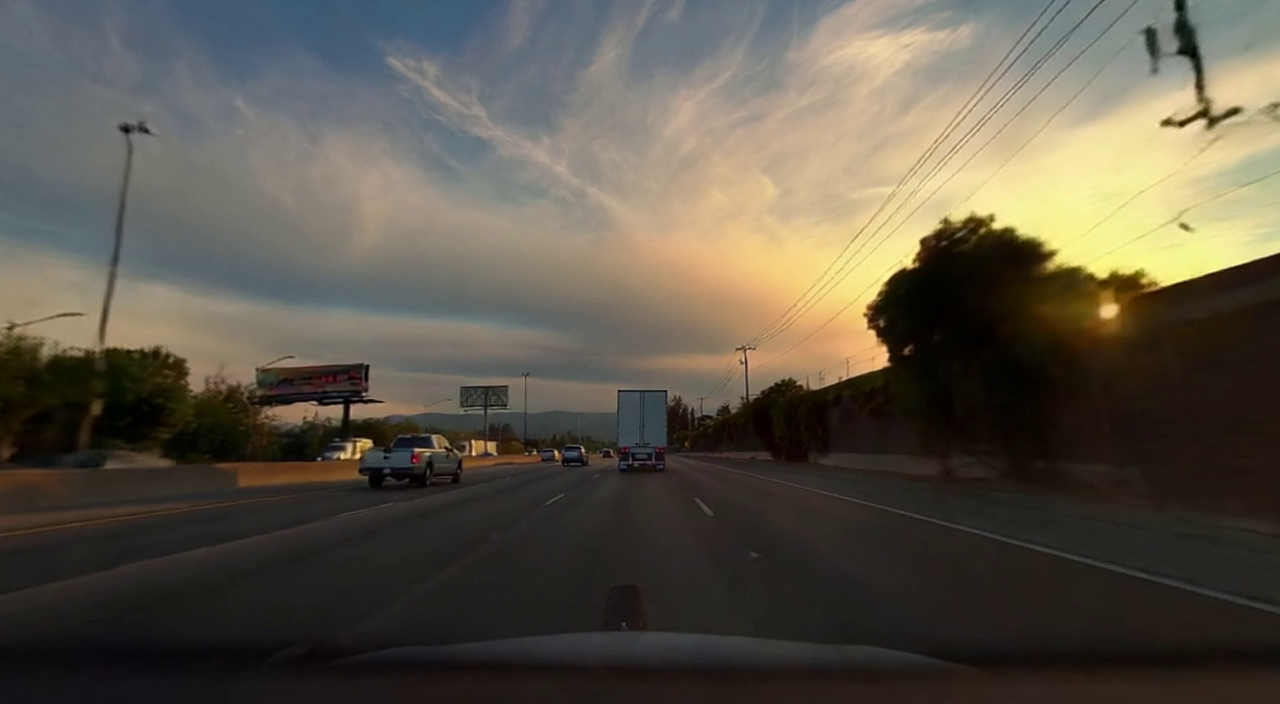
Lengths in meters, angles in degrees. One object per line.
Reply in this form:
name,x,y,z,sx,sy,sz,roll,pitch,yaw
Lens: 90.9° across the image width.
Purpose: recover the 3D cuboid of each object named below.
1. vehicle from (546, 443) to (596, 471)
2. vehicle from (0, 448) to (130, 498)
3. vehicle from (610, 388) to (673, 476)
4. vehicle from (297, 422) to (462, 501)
vehicle,-3.776,5.857,35.391,2.138,1.469,4.677,-1,-8,2
vehicle,-18.869,3.830,20.378,1.555,1.411,3.783,0,-8,1
vehicle,0.159,4.473,34.698,2.879,4.027,11.243,0,-8,1
vehicle,-7.289,3.127,18.574,2.263,1.936,5.802,0,-8,2
